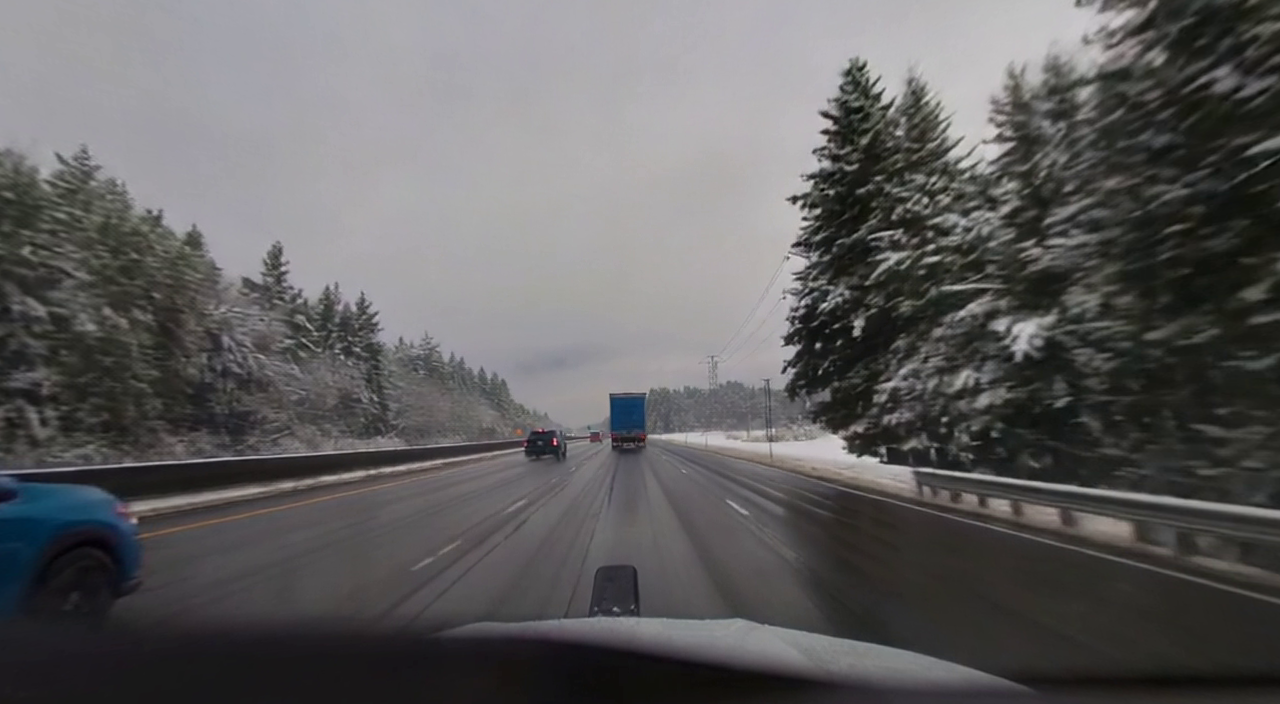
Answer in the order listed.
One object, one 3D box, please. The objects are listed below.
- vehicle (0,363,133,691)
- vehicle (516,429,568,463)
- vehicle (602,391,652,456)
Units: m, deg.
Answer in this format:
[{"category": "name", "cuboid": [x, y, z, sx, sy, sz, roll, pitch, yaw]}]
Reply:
[{"category": "vehicle", "cuboid": [-4.216, 0.671, 1.620, 2.117, 1.618, 4.480, 0, -7, -1]}, {"category": "vehicle", "cuboid": [-4.669, 4.548, 30.678, 1.934, 1.549, 4.194, 0, -7, -1]}, {"category": "vehicle", "cuboid": [-0.814, 4.892, 42.463, 2.955, 3.851, 9.915, 0, -8, -1]}]
